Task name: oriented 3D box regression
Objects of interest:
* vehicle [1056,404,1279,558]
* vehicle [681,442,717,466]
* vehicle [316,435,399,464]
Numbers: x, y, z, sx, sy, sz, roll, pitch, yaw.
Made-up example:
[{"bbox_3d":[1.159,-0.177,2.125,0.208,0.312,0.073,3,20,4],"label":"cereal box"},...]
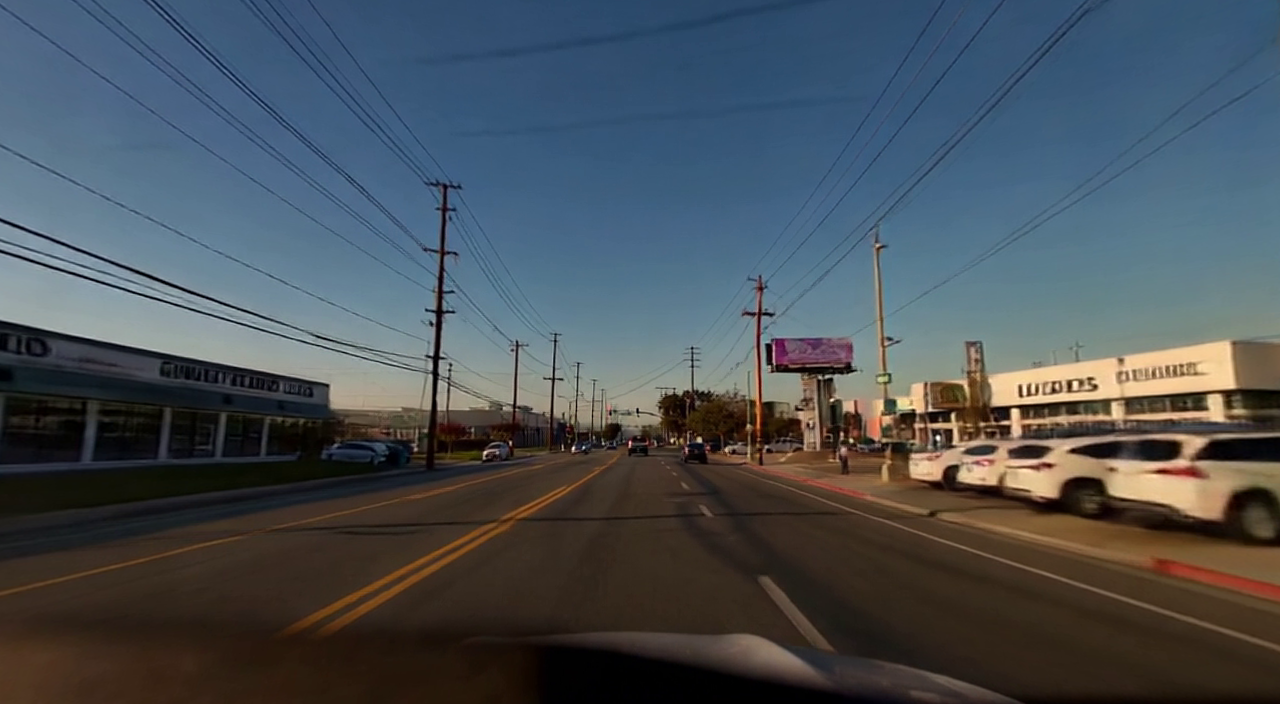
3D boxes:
[{"bbox_3d":[10.120,1.874,9.620,5.771,2.013,2.414,0,-8,1],"label":"vehicle"},{"bbox_3d":[3.837,6.718,41.854,1.926,1.482,4.442,0,-9,-1],"label":"vehicle"},{"bbox_3d":[-18.351,6.371,41.210,4.455,1.772,2.048,1,-9,-3],"label":"vehicle"}]
